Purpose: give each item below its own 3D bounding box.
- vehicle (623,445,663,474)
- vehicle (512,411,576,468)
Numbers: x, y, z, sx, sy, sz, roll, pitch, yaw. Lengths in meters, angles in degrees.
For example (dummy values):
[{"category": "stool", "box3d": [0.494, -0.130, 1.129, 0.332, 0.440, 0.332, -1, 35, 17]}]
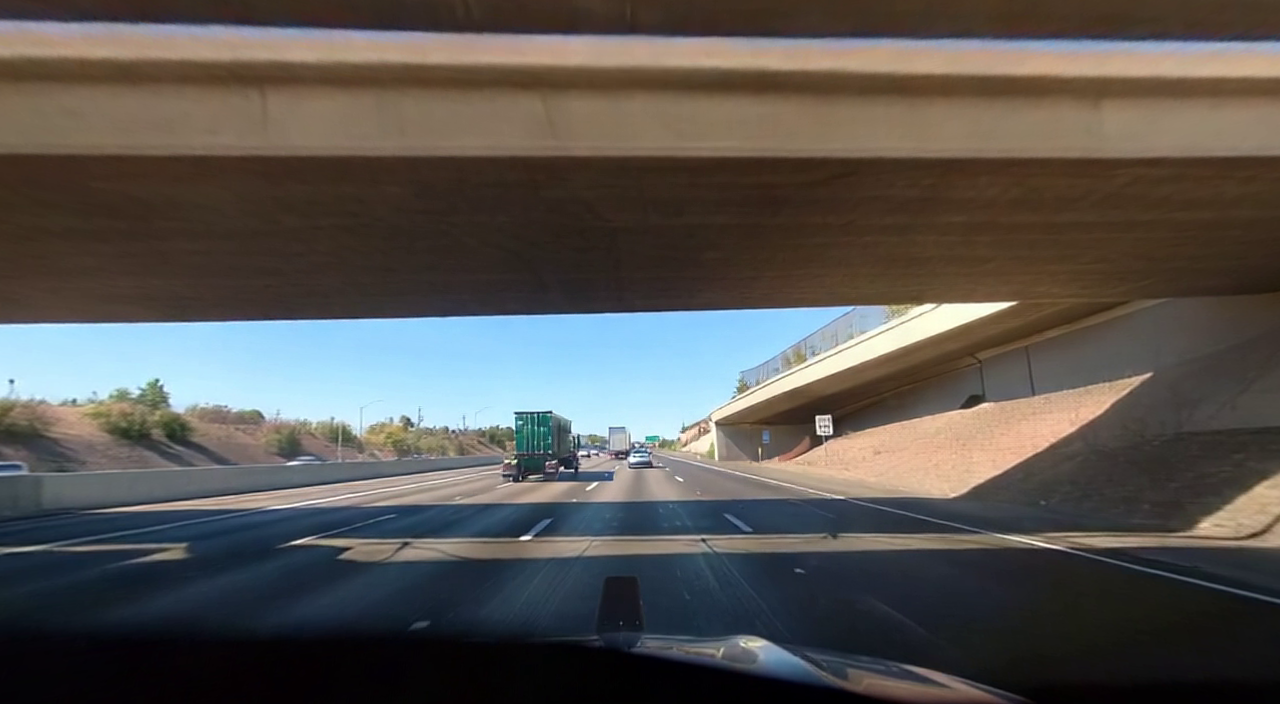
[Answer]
[{"category": "vehicle", "box3d": [0.144, 5.847, 34.516, 2.066, 1.469, 4.050, 0, -9, -1]}, {"category": "vehicle", "box3d": [-6.991, 6.695, 47.774, 3.067, 3.804, 11.136, 0, -9, 0]}]
